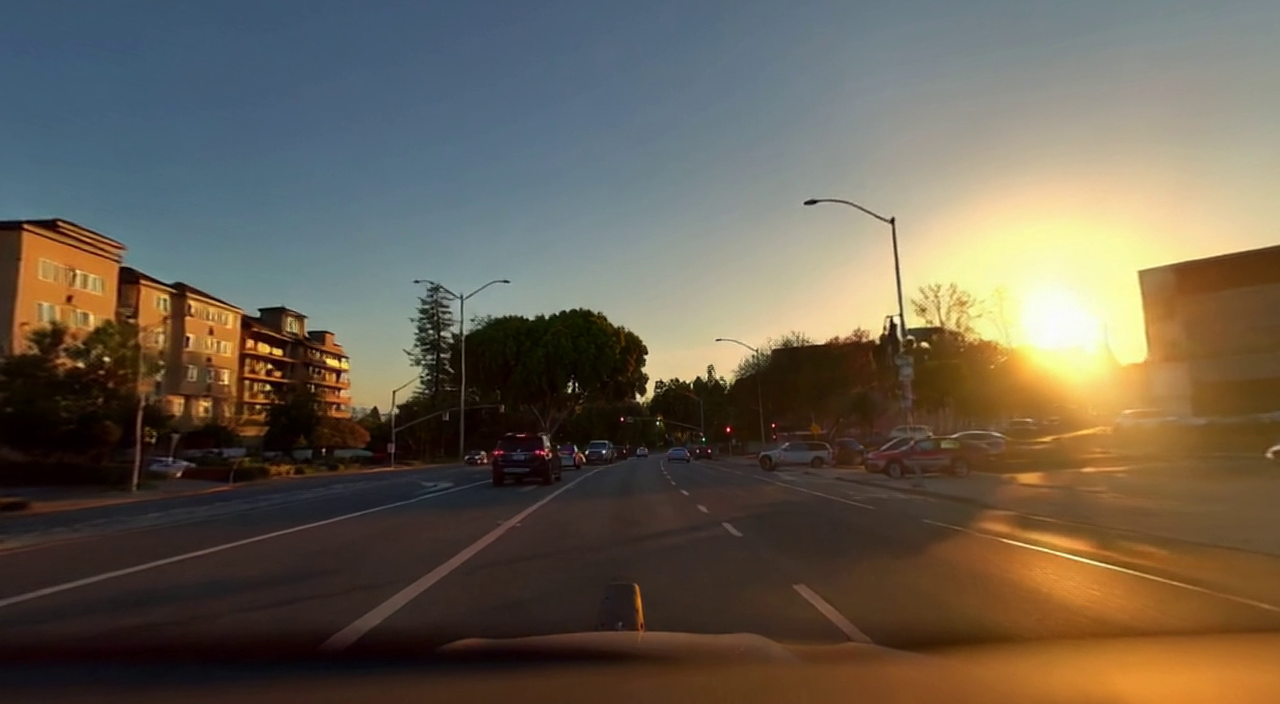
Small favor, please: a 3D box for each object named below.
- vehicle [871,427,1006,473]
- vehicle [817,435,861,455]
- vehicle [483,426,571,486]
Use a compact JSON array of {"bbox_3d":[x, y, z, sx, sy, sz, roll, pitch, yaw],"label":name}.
[{"bbox_3d":[11.745,3.902,25.229,4.399,1.722,2.202,-2,-9,12],"label":"vehicle"},{"bbox_3d":[14.926,6.987,47.563,1.865,1.425,4.439,0,-9,0],"label":"vehicle"},{"bbox_3d":[-3.922,3.732,22.886,2.220,1.888,4.904,0,-9,0],"label":"vehicle"}]
